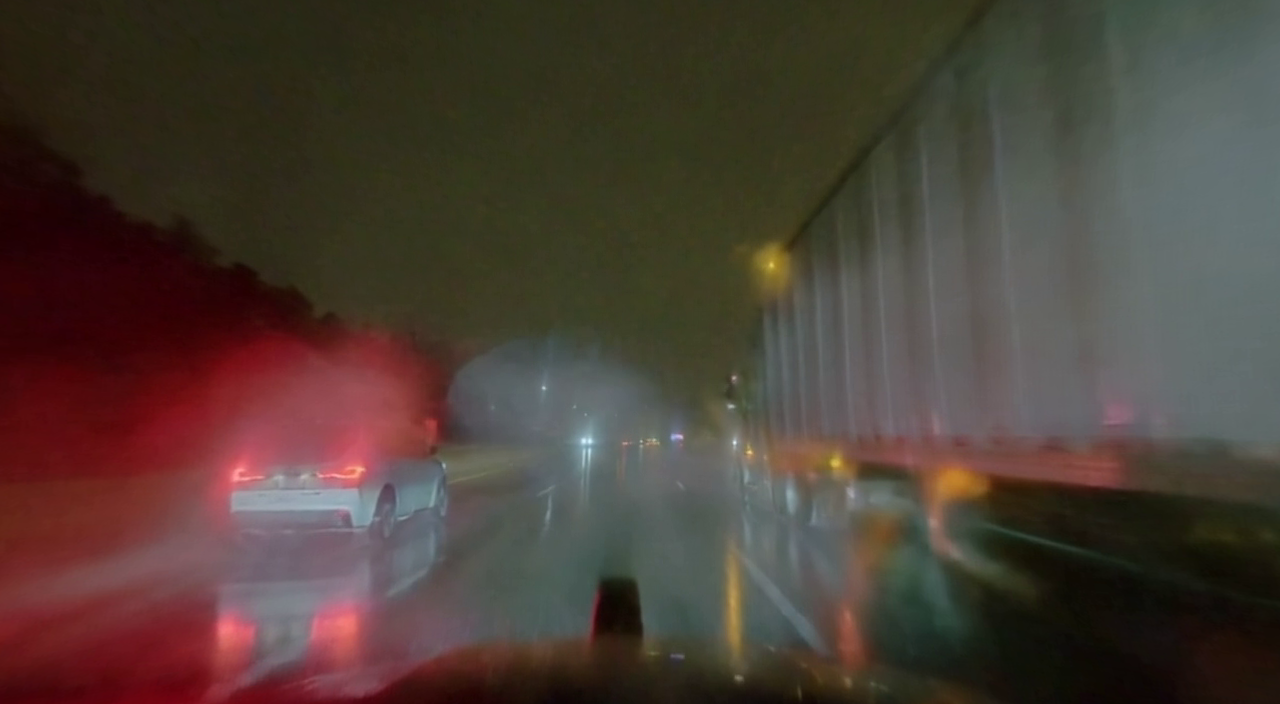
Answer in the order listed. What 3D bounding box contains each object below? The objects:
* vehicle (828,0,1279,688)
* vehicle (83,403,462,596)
[{"bbox_3d":[4.061,-0.689,1.743,2.850,3.894,13.987,0,-7,0],"label":"vehicle"},{"bbox_3d":[-3.830,1.582,7.755,2.063,1.661,4.439,0,-8,-1],"label":"vehicle"}]
